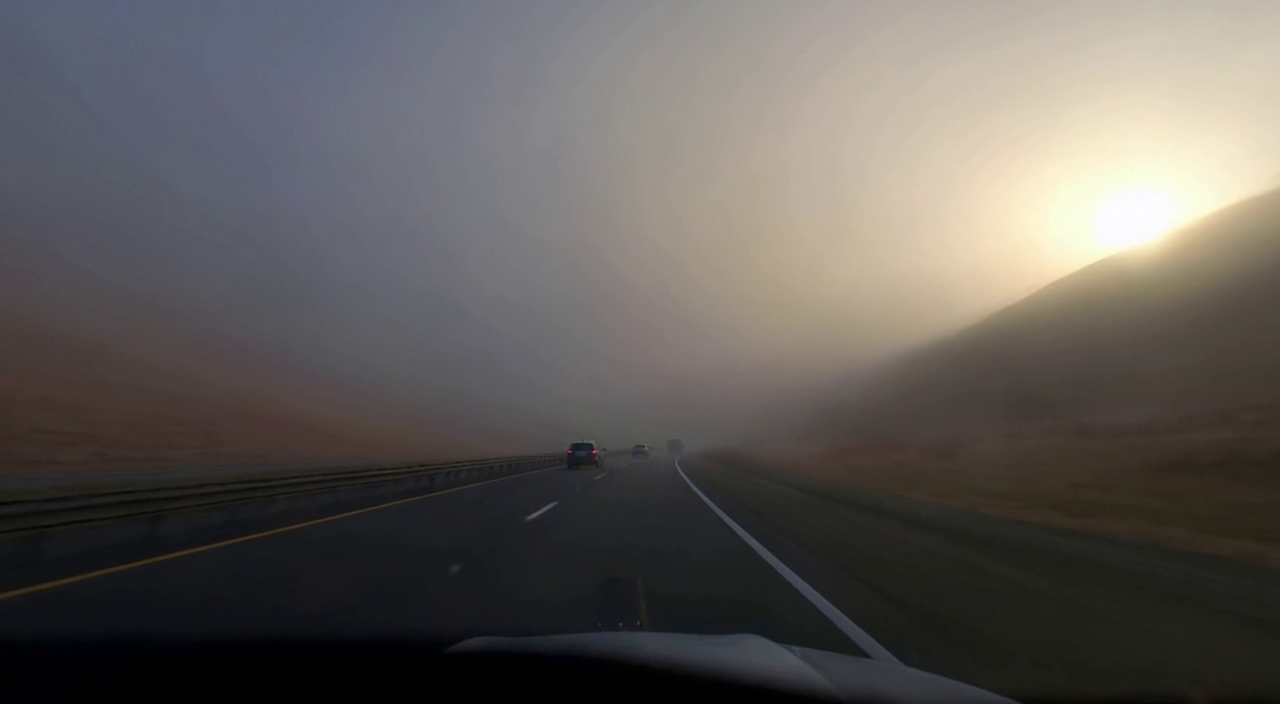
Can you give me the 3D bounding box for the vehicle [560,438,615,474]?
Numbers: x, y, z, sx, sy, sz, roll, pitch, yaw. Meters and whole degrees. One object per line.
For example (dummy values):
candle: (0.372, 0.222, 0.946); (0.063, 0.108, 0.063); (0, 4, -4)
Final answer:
vehicle: (-2.696, 5.483, 33.368); (2.252, 1.743, 4.560); (-1, -9, 3)
